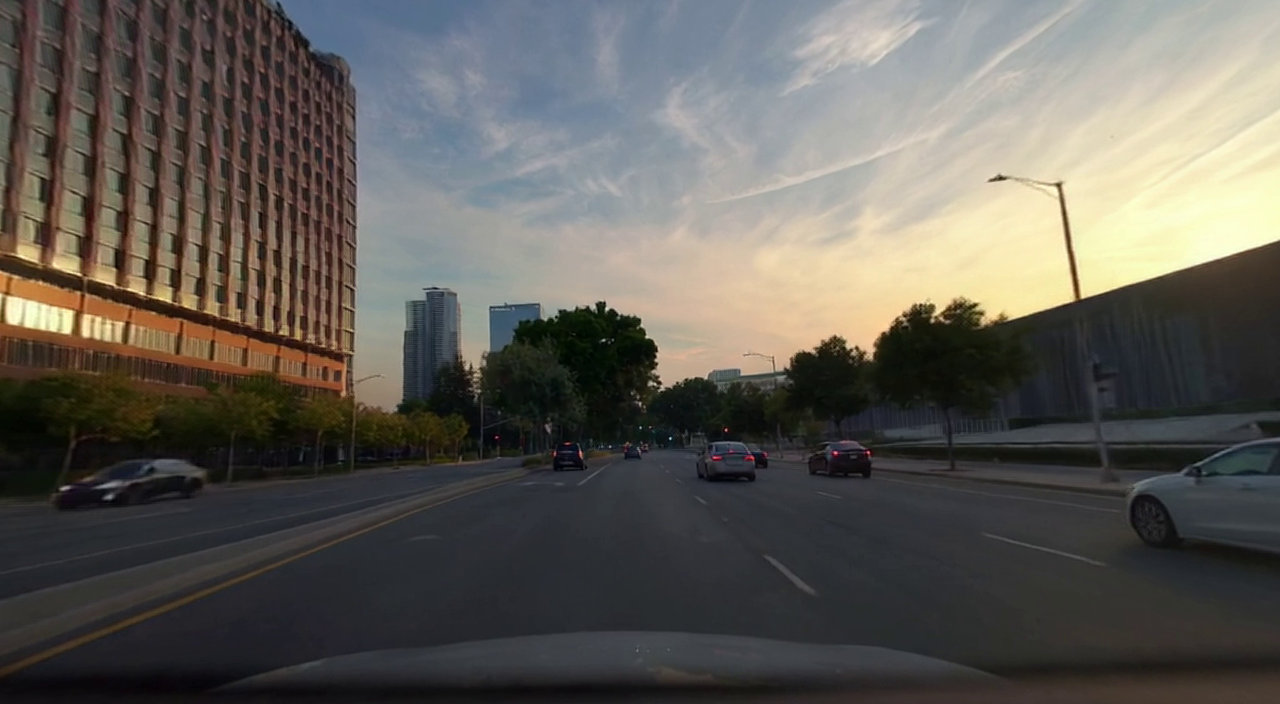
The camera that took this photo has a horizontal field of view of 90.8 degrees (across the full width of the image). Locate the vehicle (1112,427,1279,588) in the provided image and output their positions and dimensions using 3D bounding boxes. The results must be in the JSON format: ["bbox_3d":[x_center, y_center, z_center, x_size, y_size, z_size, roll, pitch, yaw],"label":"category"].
[{"bbox_3d":[6.696,1.360,5.436,1.830,1.443,4.351,0,-8,-1],"label":"vehicle"}]

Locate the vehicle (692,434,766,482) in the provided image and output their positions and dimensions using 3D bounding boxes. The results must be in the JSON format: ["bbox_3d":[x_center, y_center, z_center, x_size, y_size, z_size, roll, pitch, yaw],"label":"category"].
[{"bbox_3d":[3.444,4.229,25.469,2.152,1.742,4.704,0,-8,-2],"label":"vehicle"}]

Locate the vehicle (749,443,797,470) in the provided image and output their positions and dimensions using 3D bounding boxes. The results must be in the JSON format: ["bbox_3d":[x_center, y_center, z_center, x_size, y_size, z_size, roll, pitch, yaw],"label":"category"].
[{"bbox_3d":[7.808,6.137,37.437,1.884,1.478,4.164,0,-8,-1],"label":"vehicle"}]

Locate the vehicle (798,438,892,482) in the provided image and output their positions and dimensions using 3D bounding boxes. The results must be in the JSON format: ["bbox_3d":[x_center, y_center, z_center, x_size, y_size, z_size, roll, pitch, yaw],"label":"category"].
[{"bbox_3d":[7.653,4.071,24.101,1.944,1.503,4.723,0,-8,-1],"label":"vehicle"}]

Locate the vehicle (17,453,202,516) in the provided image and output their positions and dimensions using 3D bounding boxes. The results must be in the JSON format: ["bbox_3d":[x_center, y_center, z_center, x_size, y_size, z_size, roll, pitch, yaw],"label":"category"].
[{"bbox_3d":[-16.581,4.114,20.157,1.954,1.699,4.542,0,-8,-1],"label":"vehicle"}]

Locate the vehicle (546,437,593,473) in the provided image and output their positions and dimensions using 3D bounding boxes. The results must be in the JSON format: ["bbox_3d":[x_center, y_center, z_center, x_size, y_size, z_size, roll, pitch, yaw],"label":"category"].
[{"bbox_3d":[-3.742,5.554,34.143,2.155,1.797,3.989,0,-8,-1],"label":"vehicle"}]
